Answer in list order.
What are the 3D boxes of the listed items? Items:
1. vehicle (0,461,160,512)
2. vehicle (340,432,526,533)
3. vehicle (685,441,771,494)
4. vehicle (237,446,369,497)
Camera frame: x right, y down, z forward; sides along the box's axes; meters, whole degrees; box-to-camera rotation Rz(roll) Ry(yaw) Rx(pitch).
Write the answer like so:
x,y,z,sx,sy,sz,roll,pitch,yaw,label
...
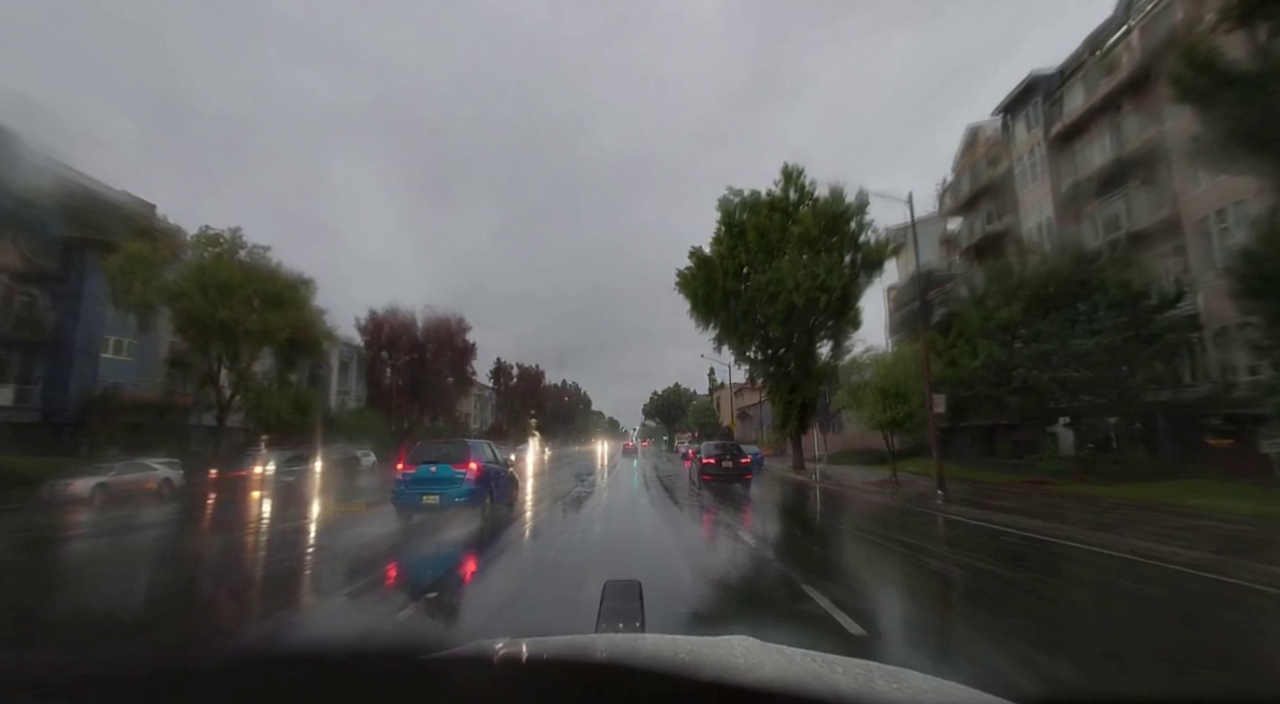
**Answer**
x,y,z,sx,sy,sz,roll,pitch,yaw,label
-17.917,4.231,20.251,1.884,1.362,4.151,-2,-9,-1,vehicle
-3.537,2.301,11.736,2.062,1.527,4.044,0,-9,0,vehicle
2.641,3.613,20.160,1.978,1.471,4.426,0,-9,-2,vehicle
-11.329,4.005,21.681,1.996,1.535,4.474,0,-9,1,vehicle
